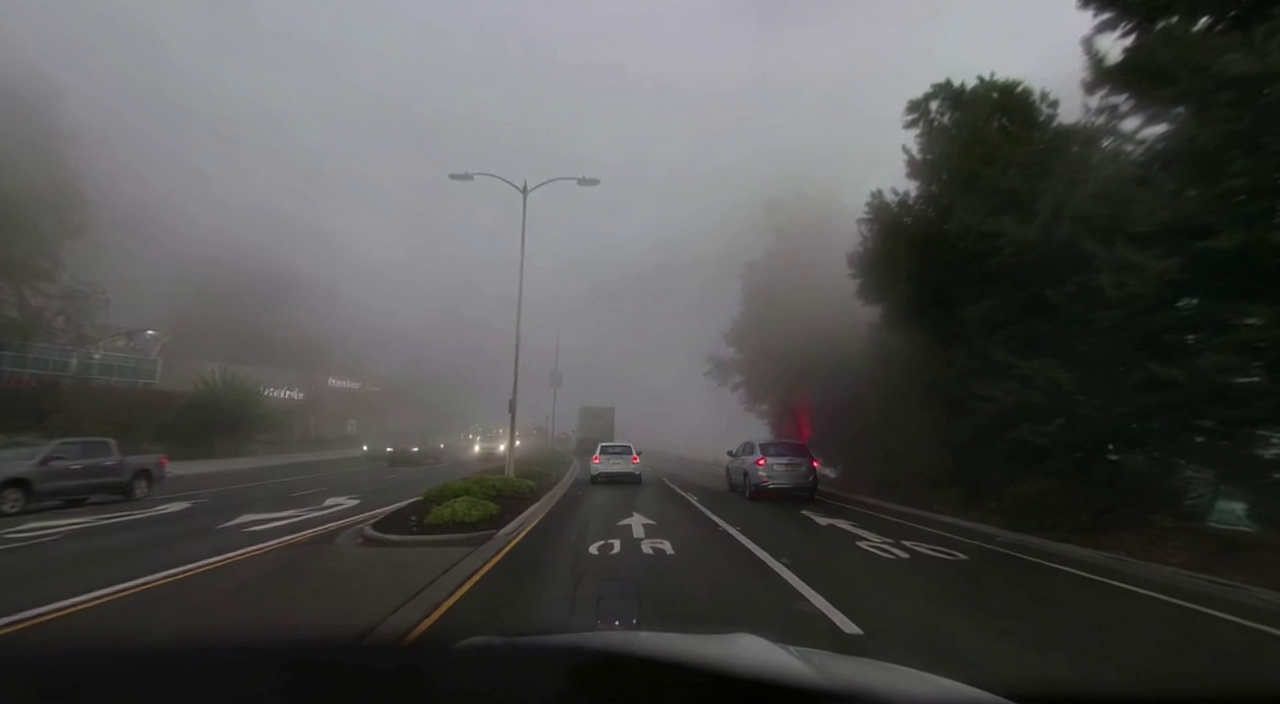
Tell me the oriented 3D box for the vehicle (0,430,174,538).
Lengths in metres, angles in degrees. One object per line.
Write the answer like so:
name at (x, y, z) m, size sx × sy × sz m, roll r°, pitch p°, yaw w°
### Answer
vehicle at (-9.875, 2.034, 10.199) m, size 1.797 × 1.503 × 3.784 m, roll 0°, pitch -8°, yaw -1°

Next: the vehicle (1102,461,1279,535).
vehicle at (12.956, 3.173, 13.939) m, size 3.843 × 1.402 × 1.926 m, roll -1°, pitch -8°, yaw 6°

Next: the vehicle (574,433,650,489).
vehicle at (-0.838, 3.124, 18.417) m, size 1.991 × 1.472 × 3.518 m, roll 1°, pitch -8°, yaw -3°

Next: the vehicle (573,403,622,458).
vehicle at (-3.103, 5.565, 44.317) m, size 2.917 × 3.482 × 6.946 m, roll 1°, pitch -8°, yaw -7°

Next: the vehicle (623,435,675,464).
vehicle at (0.439, 5.262, 34.217) m, size 2.056 × 1.472 × 3.870 m, roll 2°, pitch -8°, yaw -11°

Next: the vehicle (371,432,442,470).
vehicle at (-11.075, 4.703, 30.222) m, size 2.091 × 1.642 × 4.299 m, roll 1°, pitch -8°, yaw -5°

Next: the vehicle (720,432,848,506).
vehicle at (3.196, 2.654, 14.841) m, size 1.889 × 1.480 × 3.876 m, roll 1°, pitch -8°, yaw -4°

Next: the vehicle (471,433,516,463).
vehicle at (-8.471, 5.552, 36.721) m, size 1.966 × 1.616 × 4.038 m, roll 1°, pitch -8°, yaw -6°
